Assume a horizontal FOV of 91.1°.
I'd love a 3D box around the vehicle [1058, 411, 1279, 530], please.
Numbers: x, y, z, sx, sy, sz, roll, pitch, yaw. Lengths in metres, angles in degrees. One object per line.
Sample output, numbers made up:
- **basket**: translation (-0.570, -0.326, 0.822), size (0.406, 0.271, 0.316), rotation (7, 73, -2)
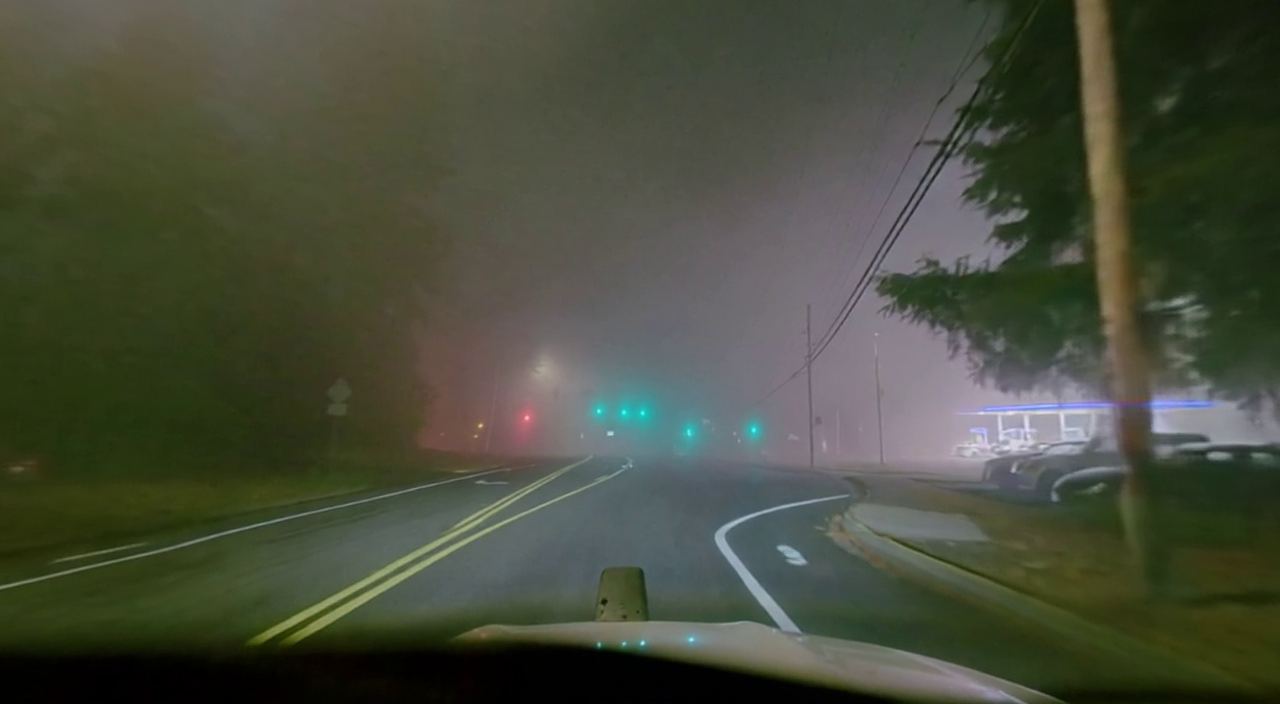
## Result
- **vehicle**: translation (10.214, 1.954, 10.597), size (4.736, 1.816, 1.999), rotation (-2, -9, 16)
